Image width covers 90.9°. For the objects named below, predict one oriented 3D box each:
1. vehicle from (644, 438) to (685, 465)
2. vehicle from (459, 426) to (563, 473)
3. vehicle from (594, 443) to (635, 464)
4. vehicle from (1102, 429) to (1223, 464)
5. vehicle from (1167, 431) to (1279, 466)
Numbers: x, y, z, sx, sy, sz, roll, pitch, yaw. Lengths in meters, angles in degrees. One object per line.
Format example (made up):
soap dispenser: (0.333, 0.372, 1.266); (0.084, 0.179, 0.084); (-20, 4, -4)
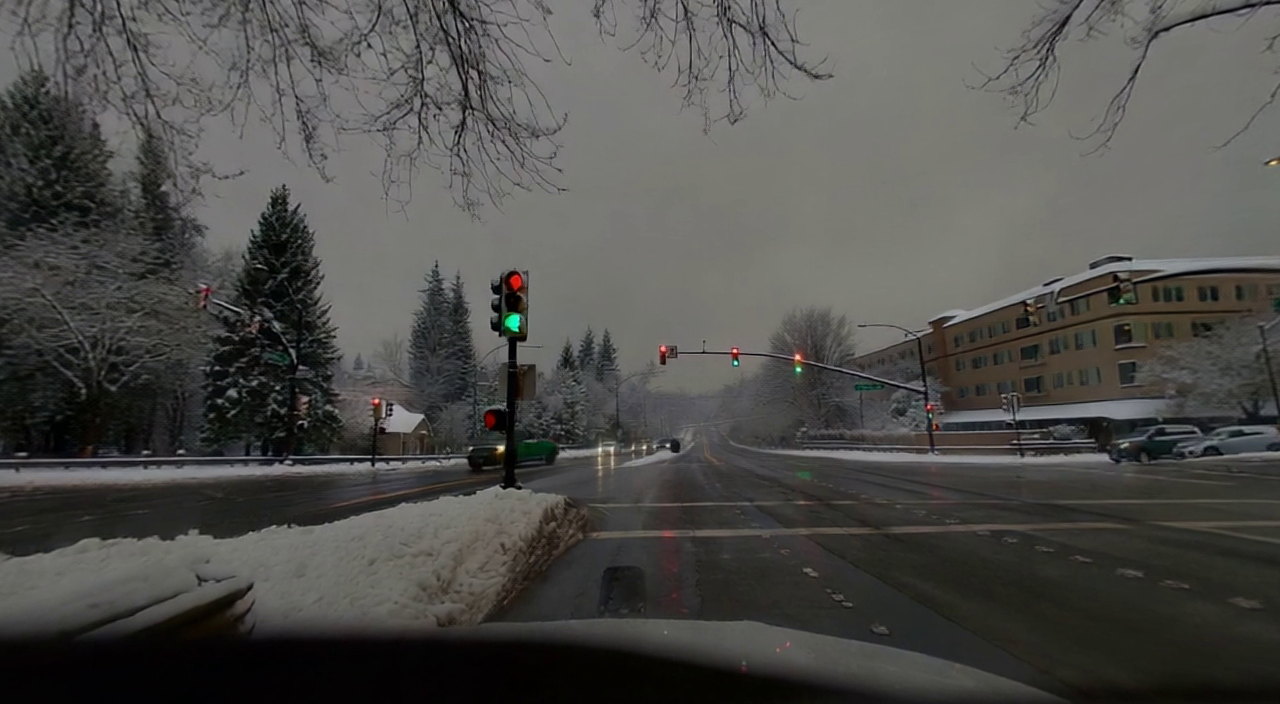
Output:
vehicle: (1.741, 6.774, 43.256); (2.197, 1.739, 4.177); (-2, -8, 10)
vehicle: (-6.830, 5.404, 35.199); (2.775, 2.246, 9.043); (-1, -8, 8)
vehicle: (-1.844, 7.436, 46.501); (2.076, 1.476, 3.873); (-2, -8, 13)
vehicle: (25.921, 4.674, 31.352); (4.441, 1.674, 2.035); (1, -8, -8)
vehicle: (26.289, 4.246, 27.890); (4.644, 1.470, 1.922); (1, -8, -10)
